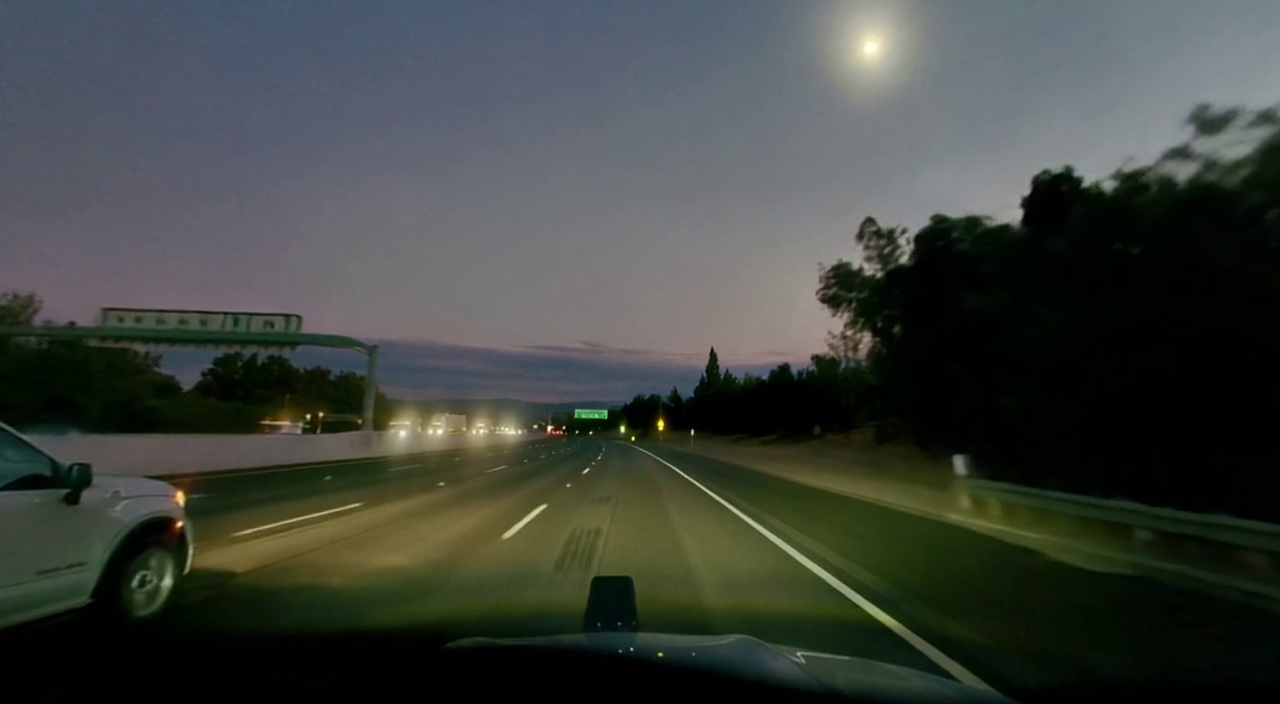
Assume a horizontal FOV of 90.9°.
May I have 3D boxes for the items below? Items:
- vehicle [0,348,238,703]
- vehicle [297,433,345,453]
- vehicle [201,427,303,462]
[{"bbox_3d":[-3.917,0.727,2.199,2.187,1.639,4.318,0,-8,-1],"label":"vehicle"},{"bbox_3d":[-22.697,6.477,44.984,1.743,1.400,3.431,0,-8,-2],"label":"vehicle"},{"bbox_3d":[-18.001,4.301,29.525,1.960,1.504,4.473,0,-8,-1],"label":"vehicle"}]
